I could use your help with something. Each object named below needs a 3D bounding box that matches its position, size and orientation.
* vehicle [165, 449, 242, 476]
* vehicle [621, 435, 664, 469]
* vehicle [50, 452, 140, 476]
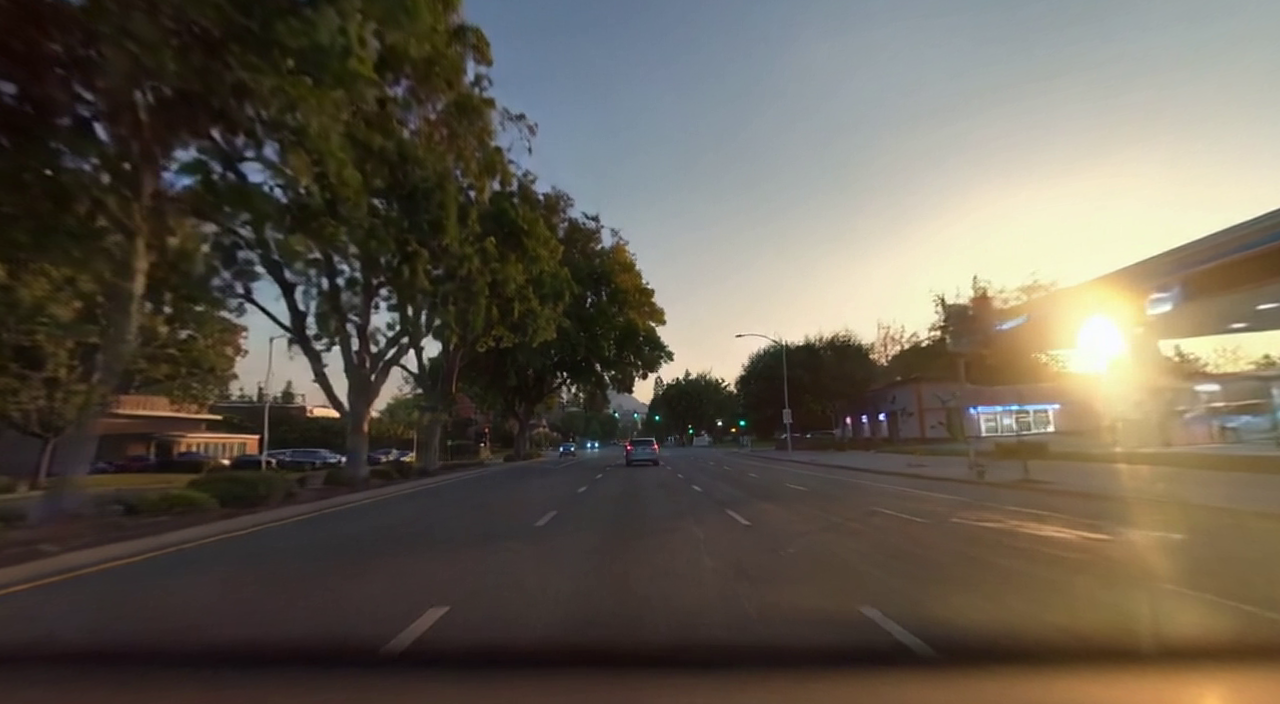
[{"bbox_3d":[-28.646,7.197,41.287,4.749,1.666,1.859,-4,-10,25],"label":"vehicle"},{"bbox_3d":[0.114,5.406,34.150,2.213,1.715,4.242,0,-9,-1],"label":"vehicle"},{"bbox_3d":[-38.264,7.868,44.316,4.469,1.557,1.959,6,-11,-34],"label":"vehicle"}]
